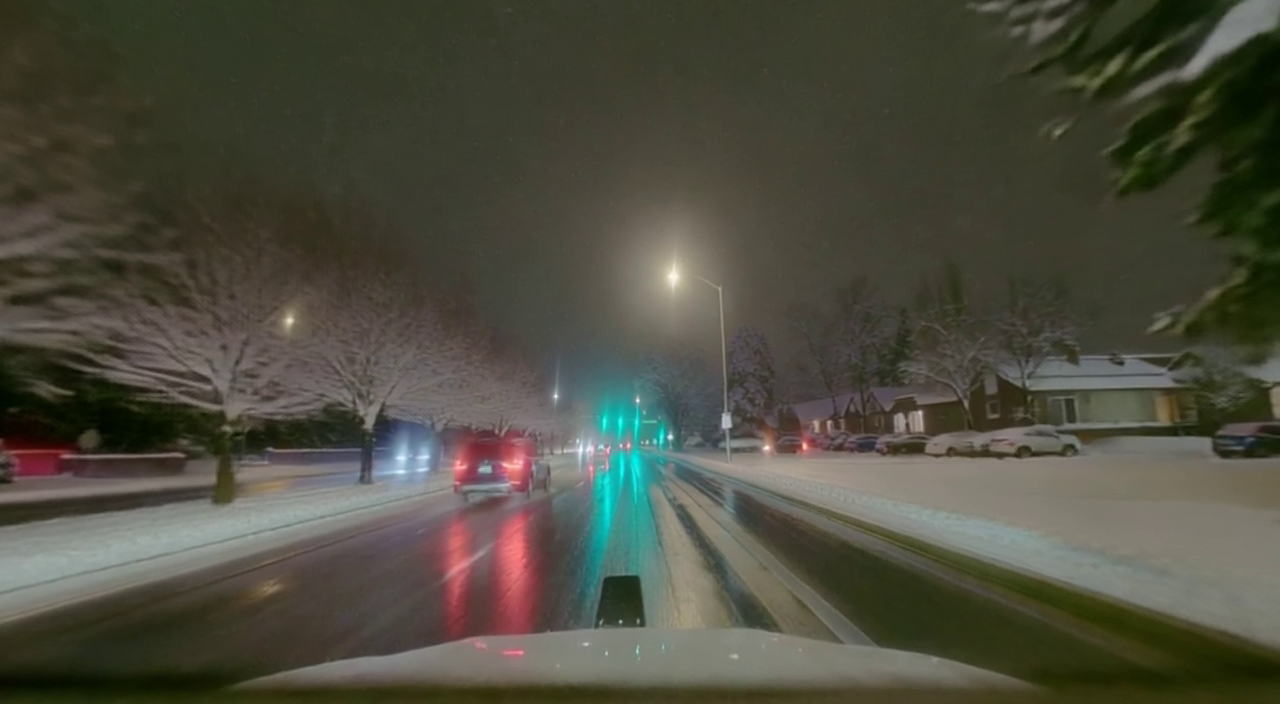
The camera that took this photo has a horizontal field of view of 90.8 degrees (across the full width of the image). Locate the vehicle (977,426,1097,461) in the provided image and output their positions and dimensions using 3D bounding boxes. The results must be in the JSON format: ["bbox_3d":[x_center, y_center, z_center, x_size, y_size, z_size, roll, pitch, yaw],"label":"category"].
[{"bbox_3d":[19.312,4.482,30.856,4.465,1.587,2.178,0,-11,-7],"label":"vehicle"}]

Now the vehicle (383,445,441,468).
[{"bbox_3d":[-14.759,6.762,41.187,2.114,1.429,4.532,0,-8,-1],"label":"vehicle"}]

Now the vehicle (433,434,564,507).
[{"bbox_3d":[-3.219,2.813,15.538,2.011,1.498,4.914,0,-8,1],"label":"vehicle"}]
